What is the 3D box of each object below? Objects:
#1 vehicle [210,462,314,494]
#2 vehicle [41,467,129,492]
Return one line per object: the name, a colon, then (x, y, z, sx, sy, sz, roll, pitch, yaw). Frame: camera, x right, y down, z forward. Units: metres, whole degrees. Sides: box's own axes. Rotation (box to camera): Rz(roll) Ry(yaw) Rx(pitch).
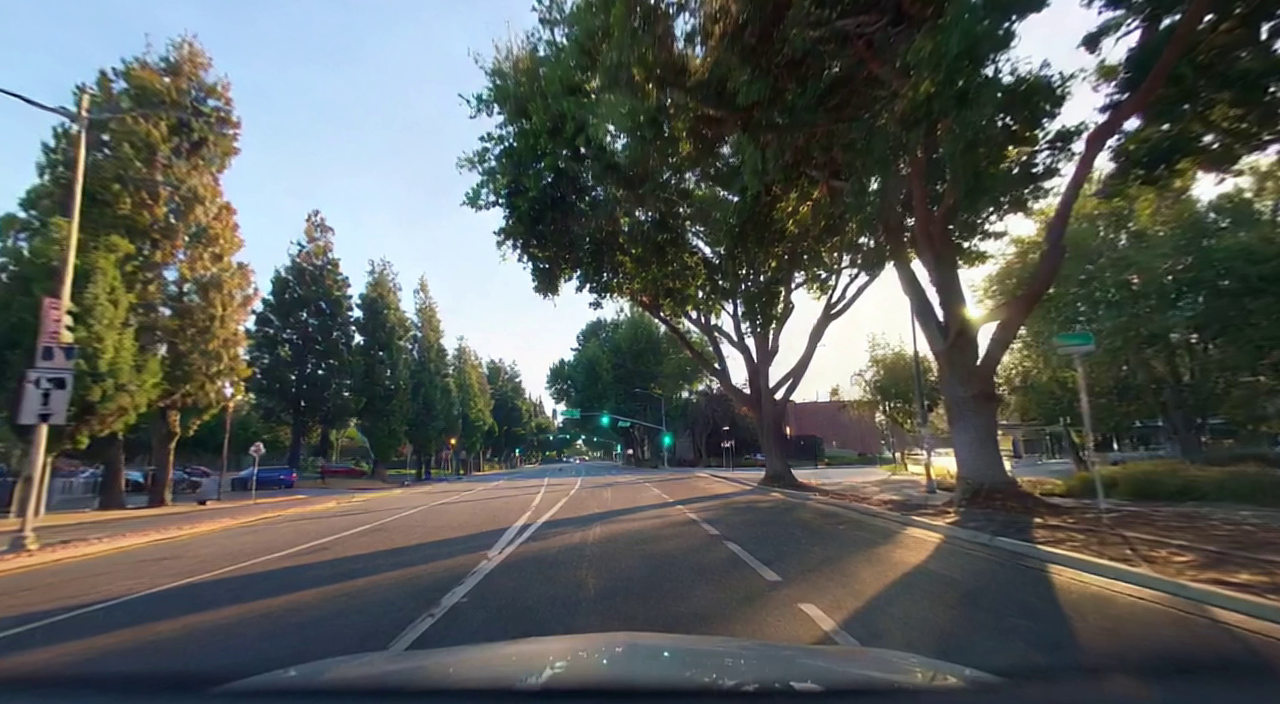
vehicle: (-25.418, 8.491, 42.718, 5.473, 1.957, 2.253, 1, -9, -8)
vehicle: (-41.446, 9.519, 47.294, 4.377, 1.654, 2.018, 3, -9, -20)
